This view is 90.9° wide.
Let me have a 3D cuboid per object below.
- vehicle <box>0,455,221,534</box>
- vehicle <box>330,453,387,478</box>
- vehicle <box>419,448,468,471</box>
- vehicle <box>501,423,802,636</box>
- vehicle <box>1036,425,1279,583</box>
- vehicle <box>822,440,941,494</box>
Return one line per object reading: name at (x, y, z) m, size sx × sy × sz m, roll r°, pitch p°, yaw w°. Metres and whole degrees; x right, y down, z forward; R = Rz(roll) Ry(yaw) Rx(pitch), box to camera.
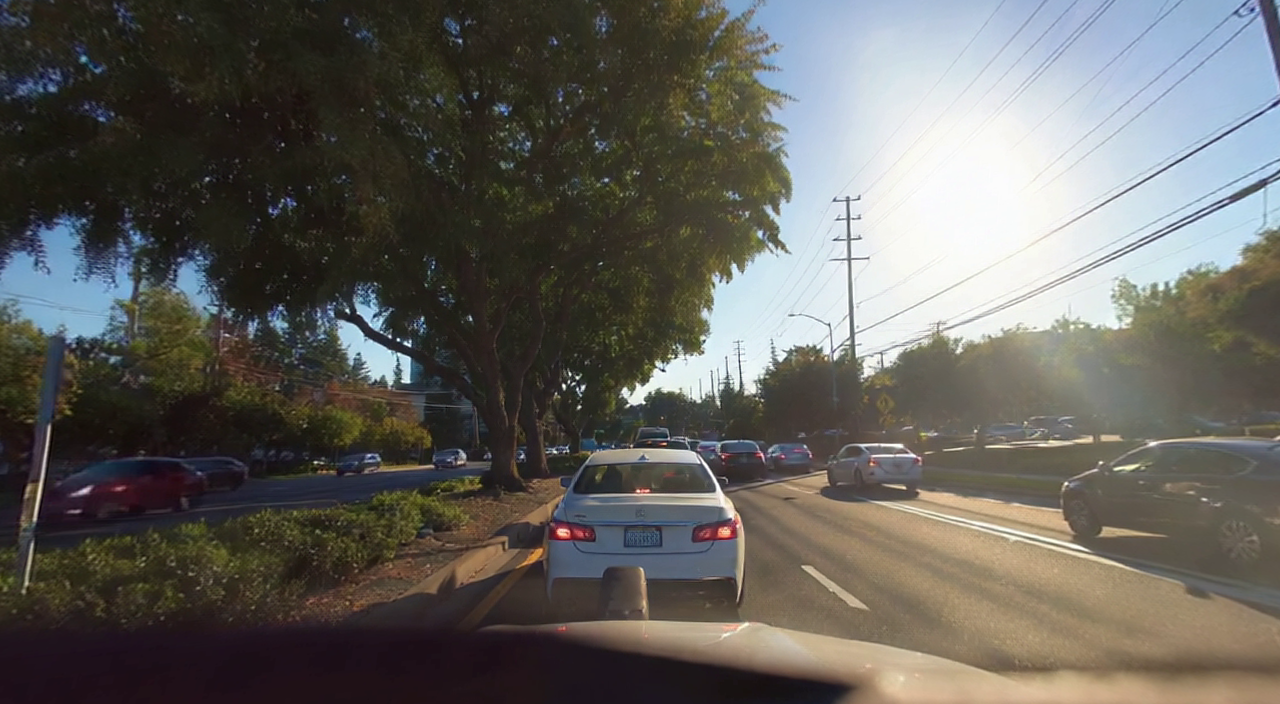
vehicle at (-12.024, 3.117, 14.416) m, size 1.804 × 1.430 × 4.456 m, roll 0°, pitch -8°, yaw 1°
vehicle at (-19.130, 7.717, 43.137) m, size 1.853 × 1.489 × 4.449 m, roll 0°, pitch -8°, yaw 0°
vehicle at (-15.136, 8.273, 48.839) m, size 2.291 × 1.682 × 4.835 m, roll 0°, pitch -8°, yaw 0°
vehicle at (0.070, 1.540, 6.472) m, size 2.108 × 1.479 × 3.935 m, roll 0°, pitch -8°, yaw 0°
vehicle at (6.996, 1.645, 7.378) m, size 1.850 × 1.480 × 4.474 m, roll 0°, pitch -8°, yaw 1°
vehicle at (7.337, 3.512, 19.732) m, size 1.899 × 1.458 × 4.499 m, roll 0°, pitch -8°, yaw 0°
